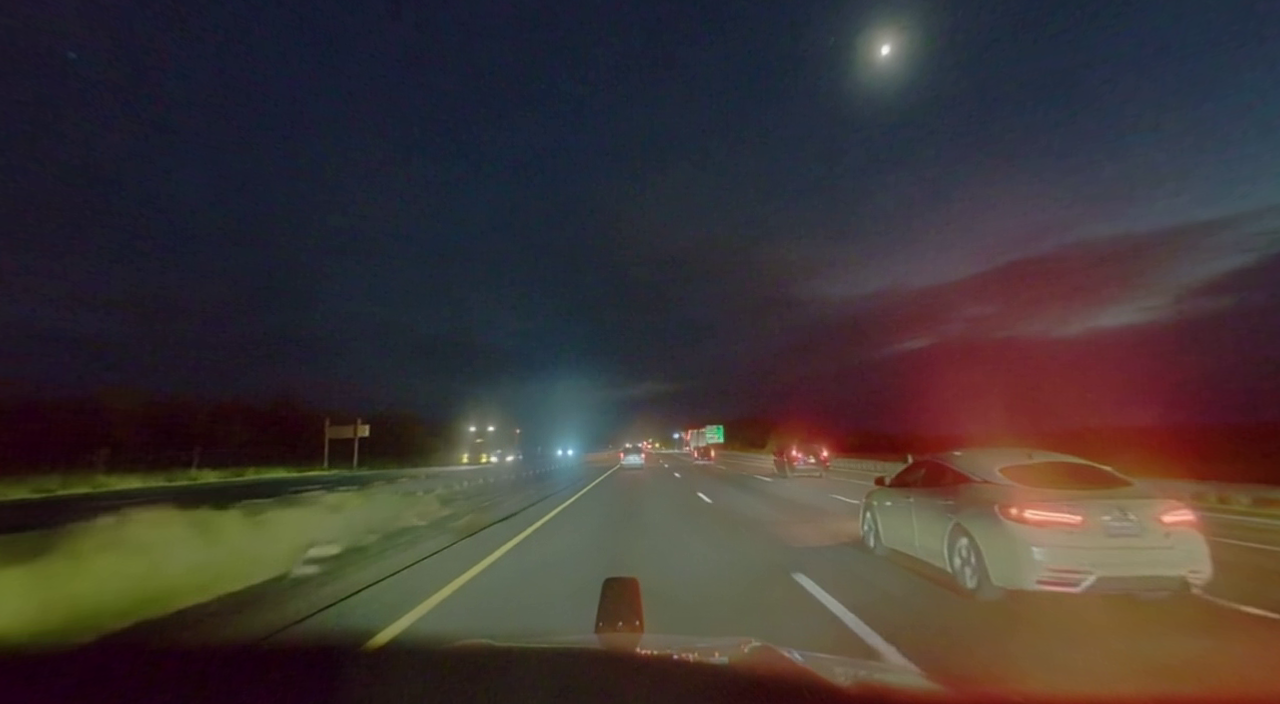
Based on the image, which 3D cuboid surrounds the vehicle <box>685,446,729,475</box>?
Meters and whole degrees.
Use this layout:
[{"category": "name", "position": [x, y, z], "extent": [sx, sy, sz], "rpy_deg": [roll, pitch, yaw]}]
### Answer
[{"category": "vehicle", "position": [3.753, 6.132, 35.875], "extent": [2.047, 1.540, 4.294], "rpy_deg": [0, -9, 0]}]

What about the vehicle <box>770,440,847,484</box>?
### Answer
[{"category": "vehicle", "position": [6.890, 4.545, 26.257], "extent": [1.975, 1.650, 4.257], "rpy_deg": [1, -9, 0]}]

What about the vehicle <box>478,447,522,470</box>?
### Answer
[{"category": "vehicle", "position": [-10.193, 7.753, 46.085], "extent": [1.965, 1.542, 4.905], "rpy_deg": [0, -9, 2]}]

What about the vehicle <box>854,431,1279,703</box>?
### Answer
[{"category": "vehicle", "position": [3.480, 1.459, 5.219], "extent": [2.004, 1.471, 4.032], "rpy_deg": [0, -9, 0]}]

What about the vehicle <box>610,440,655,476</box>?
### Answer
[{"category": "vehicle", "position": [-0.332, 5.420, 32.381], "extent": [2.142, 1.724, 4.344], "rpy_deg": [0, -9, 1]}]
